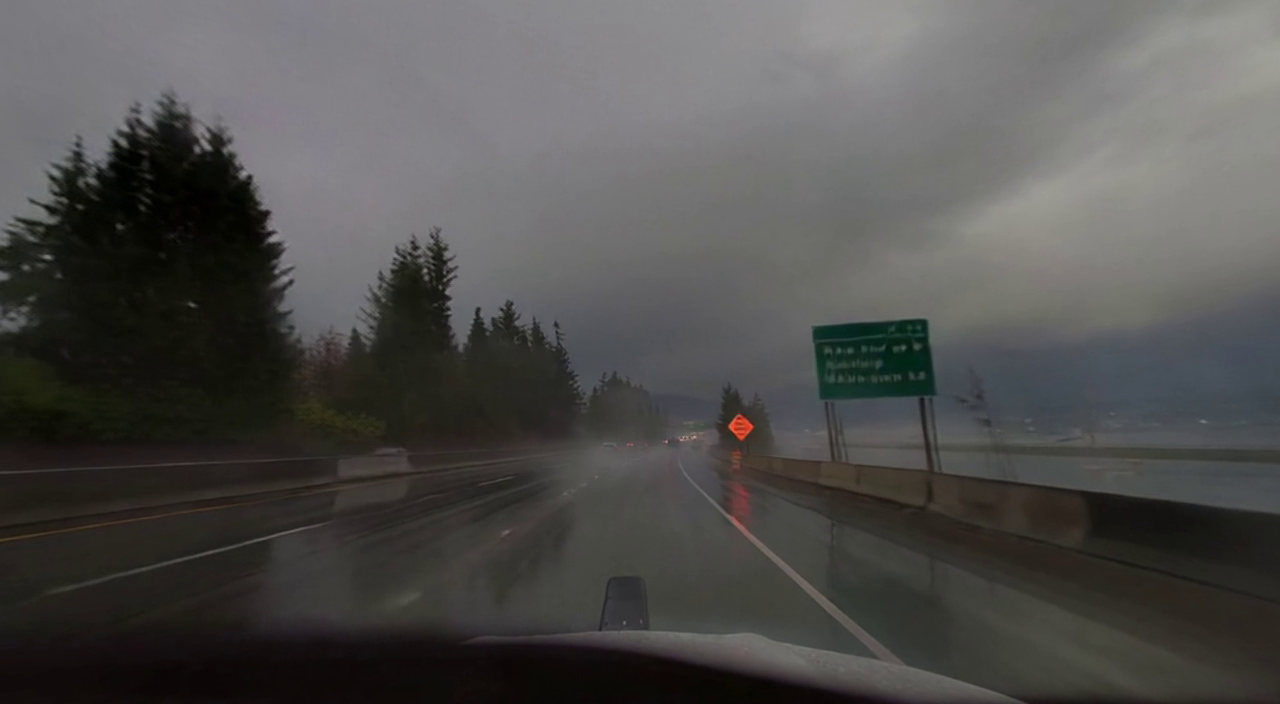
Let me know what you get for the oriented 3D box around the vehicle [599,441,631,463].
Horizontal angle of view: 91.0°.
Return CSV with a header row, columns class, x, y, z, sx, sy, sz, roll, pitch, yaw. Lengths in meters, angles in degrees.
class,x,y,z,sx,sy,sz,roll,pitch,yaw
vehicle,-1.786,7.321,46.321,2.118,1.475,4.263,0,-8,1
